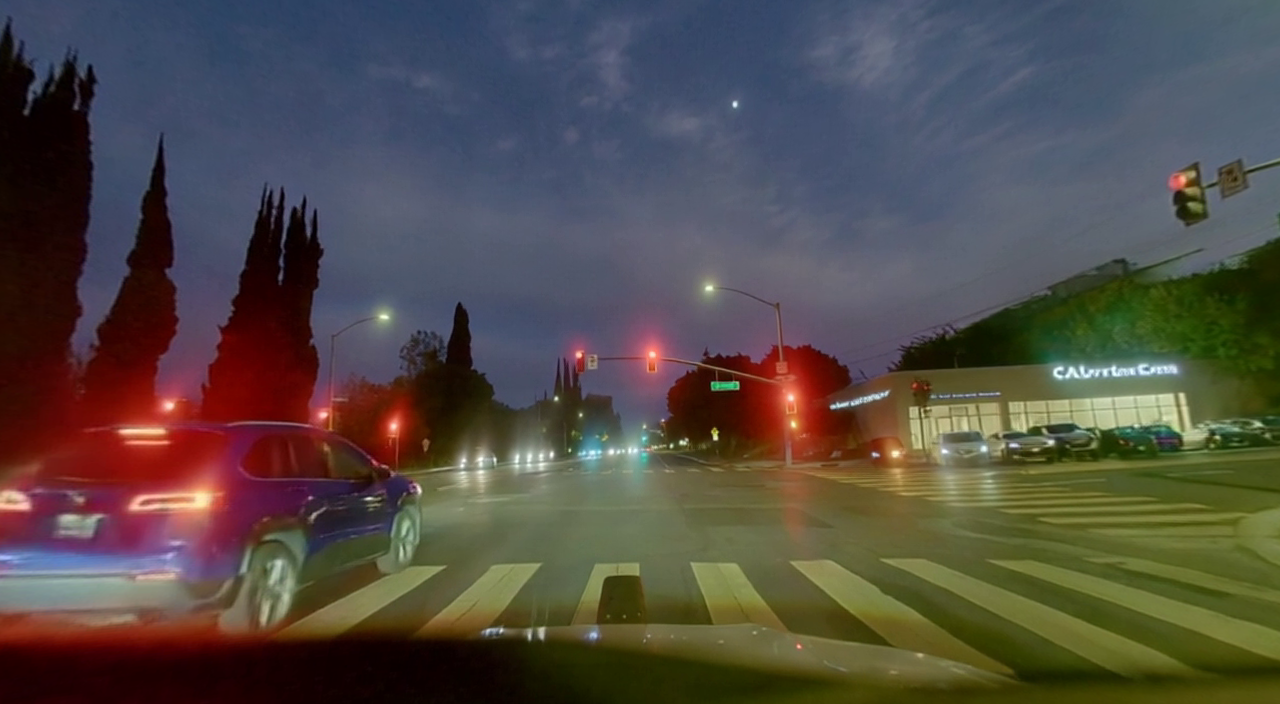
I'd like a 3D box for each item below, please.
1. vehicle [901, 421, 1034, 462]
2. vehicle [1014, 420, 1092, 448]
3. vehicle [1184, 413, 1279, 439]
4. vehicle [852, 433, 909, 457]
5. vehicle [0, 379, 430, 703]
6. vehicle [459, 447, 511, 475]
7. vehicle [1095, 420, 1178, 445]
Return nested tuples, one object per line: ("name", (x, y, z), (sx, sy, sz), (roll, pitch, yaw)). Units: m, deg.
("vehicle", (13.954, 3.839, 27.060), (4.566, 1.670, 2.000), (0, -9, -3))
("vehicle", (26.302, 5.281, 40.307), (2.011, 1.656, 4.163), (0, -9, -2))
("vehicle", (38.402, 4.884, 41.022), (1.715, 1.480, 4.701), (-1, -9, -1))
("vehicle", (17.352, 6.743, 45.546), (3.329, 1.415, 1.821), (-5, -9, 3))
("vehicle", (-3.454, 1.282, 5.227), (1.934, 1.649, 4.490), (0, -8, -1))
("vehicle", (-9.286, 6.528, 38.013), (2.026, 1.616, 4.199), (0, -9, 0))
("vehicle", (31.312, 5.118, 39.916), (1.823, 1.480, 4.003), (0, -9, -4))
